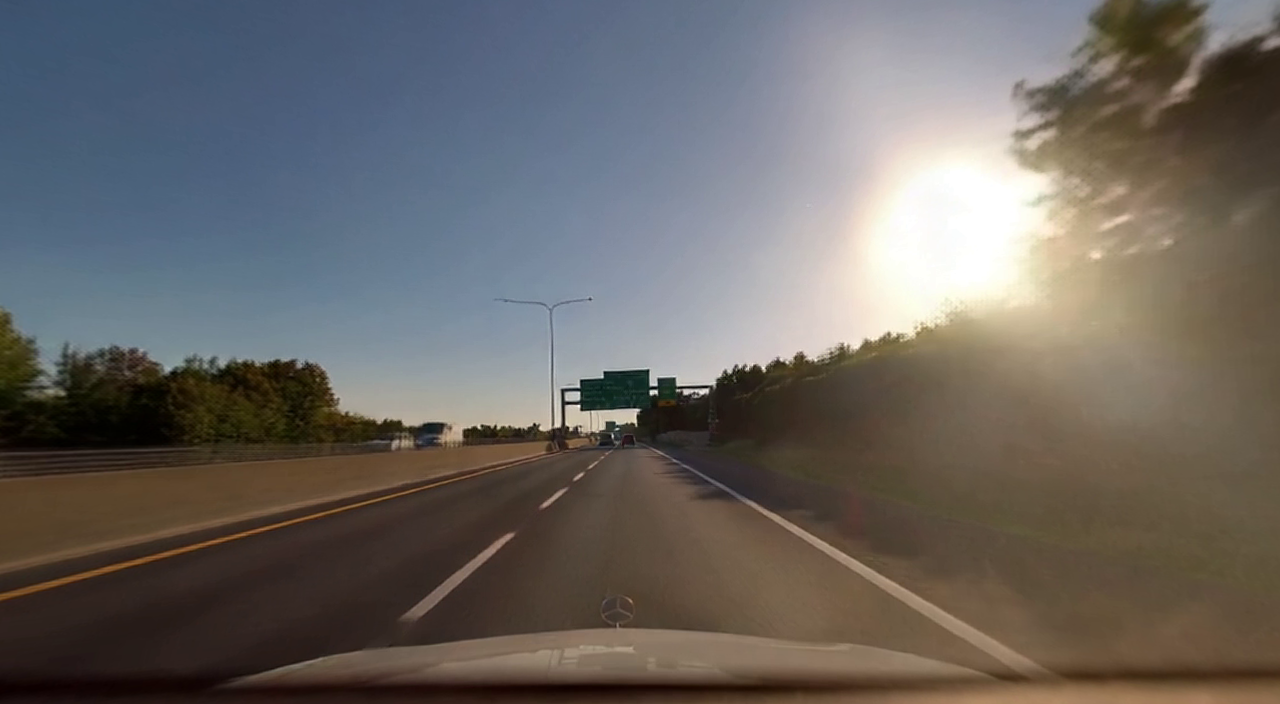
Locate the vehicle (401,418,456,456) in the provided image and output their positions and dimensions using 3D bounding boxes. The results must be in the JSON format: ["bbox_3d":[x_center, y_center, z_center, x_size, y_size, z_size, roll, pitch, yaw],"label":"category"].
[{"bbox_3d":[-15.687,6.328,47.028,2.372,2.705,4.535,0,-8,1],"label":"vehicle"}]

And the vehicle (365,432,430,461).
[{"bbox_3d":[-15.700,6.137,41.124,2.053,1.724,5.287,0,-8,1],"label":"vehicle"}]
